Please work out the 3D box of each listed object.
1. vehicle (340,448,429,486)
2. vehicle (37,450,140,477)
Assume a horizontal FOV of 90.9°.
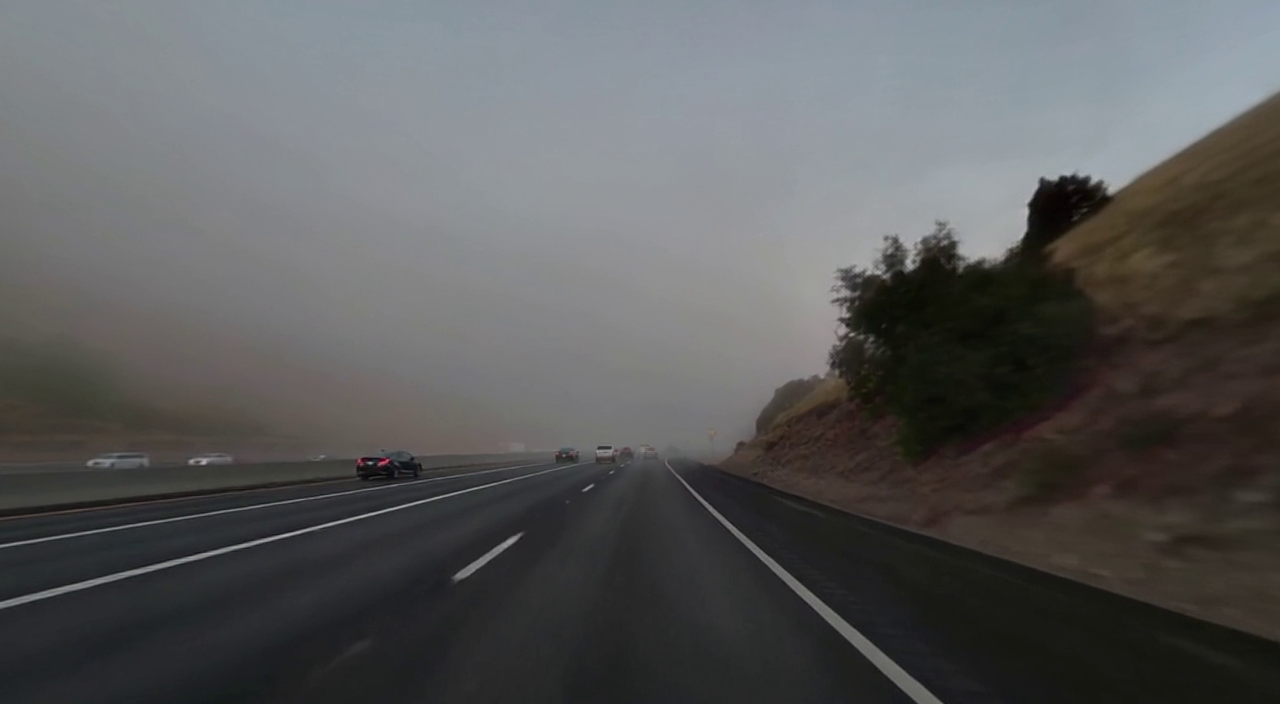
[{"bbox_3d":[-10.871,4.888,27.259,1.927,1.454,4.395,0,-8,1],"label":"vehicle"},{"bbox_3d":[-38.014,7.676,43.736,2.070,1.639,5.593,0,-8,1],"label":"vehicle"}]
